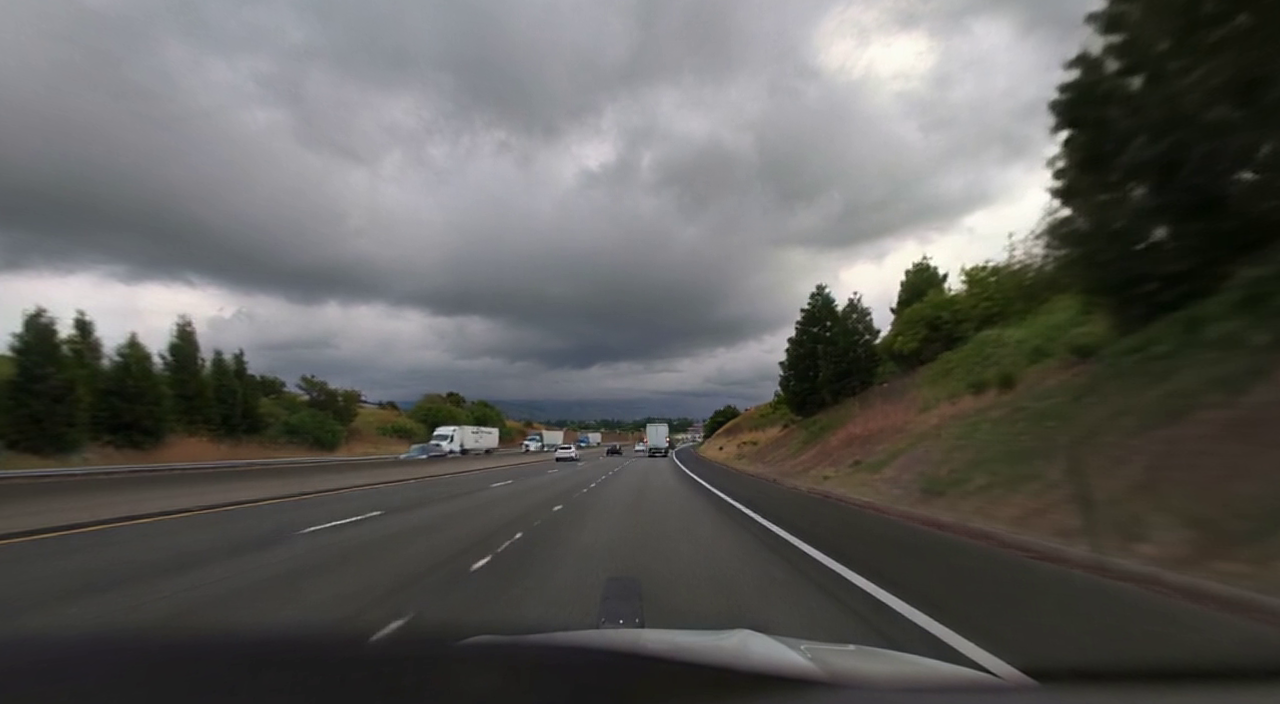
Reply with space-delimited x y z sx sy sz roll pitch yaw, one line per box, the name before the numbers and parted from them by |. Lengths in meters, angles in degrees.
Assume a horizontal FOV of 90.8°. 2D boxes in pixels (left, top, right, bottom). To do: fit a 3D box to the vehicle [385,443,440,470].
vehicle | -16.040 7.417 44.810 2.073 1.803 4.751 0 -9 0
